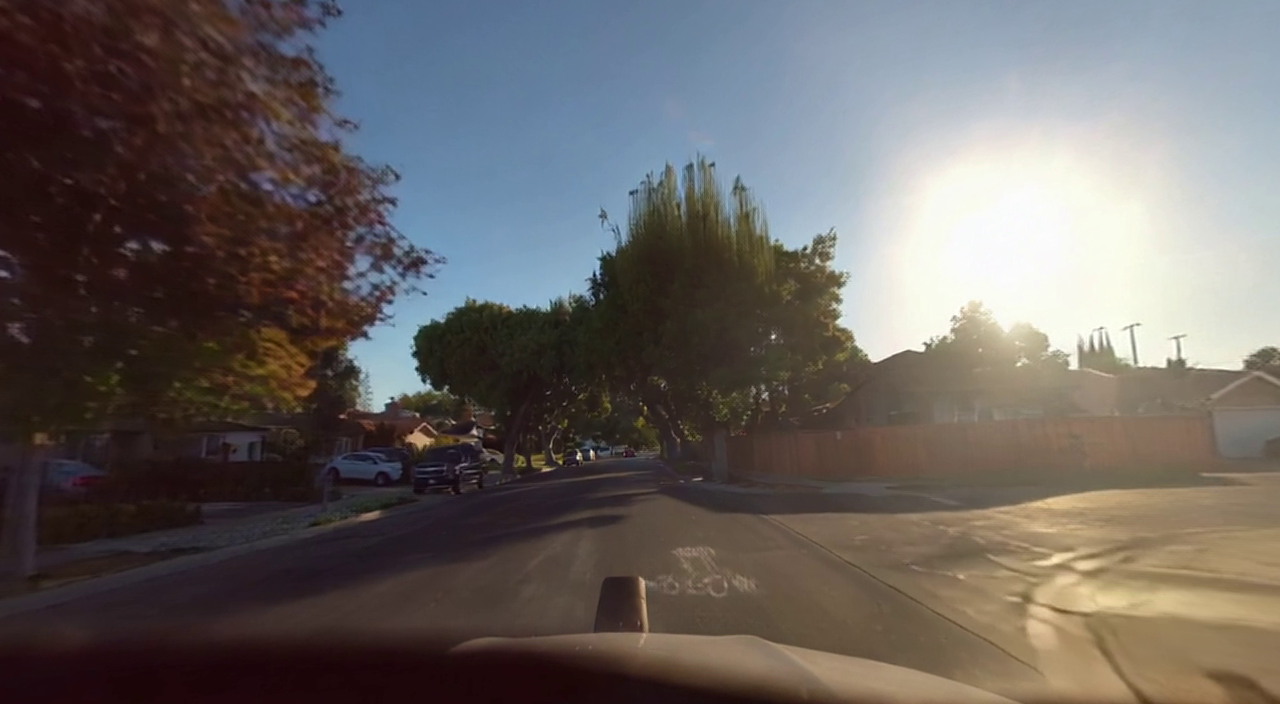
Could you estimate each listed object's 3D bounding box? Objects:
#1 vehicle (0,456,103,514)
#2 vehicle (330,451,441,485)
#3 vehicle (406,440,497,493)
[{"bbox_3d":[-17.998,3.677,17.723,4.147,1.423,1.875,0,-7,0],"label":"vehicle"},{"bbox_3d":[-12.433,5.692,31.090,4.538,1.578,2.000,0,-9,1],"label":"vehicle"},{"bbox_3d":[-7.442,4.628,25.533,2.091,1.912,4.598,0,-10,2],"label":"vehicle"}]
